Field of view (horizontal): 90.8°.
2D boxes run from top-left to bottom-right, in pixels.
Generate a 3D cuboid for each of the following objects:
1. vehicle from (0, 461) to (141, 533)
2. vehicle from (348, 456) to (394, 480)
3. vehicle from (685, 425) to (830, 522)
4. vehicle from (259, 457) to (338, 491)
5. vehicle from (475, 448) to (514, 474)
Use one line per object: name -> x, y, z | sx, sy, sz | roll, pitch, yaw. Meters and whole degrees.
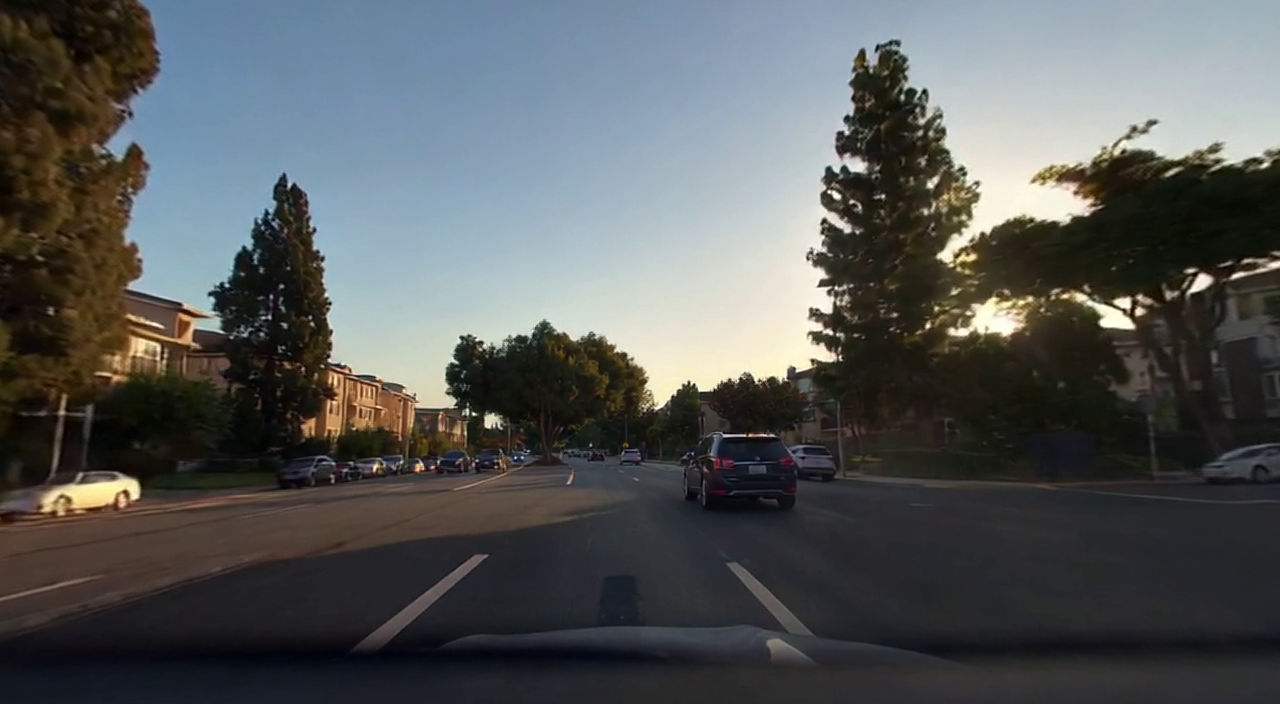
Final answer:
vehicle -> -17.649, 4.178, 18.661 | 2.078, 1.612, 4.798 | -2, -7, -3
vehicle -> -20.639, 8.903, 48.644 | 1.871, 1.712, 4.710 | 1, -9, -6
vehicle -> 2.335, 2.585, 13.949 | 2.085, 1.763, 4.490 | 0, -9, -3
vehicle -> -19.486, 6.935, 36.310 | 2.145, 1.764, 4.653 | 0, -9, -4
vehicle -> -10.878, 8.172, 47.519 | 2.233, 1.850, 4.801 | 0, -9, -5
